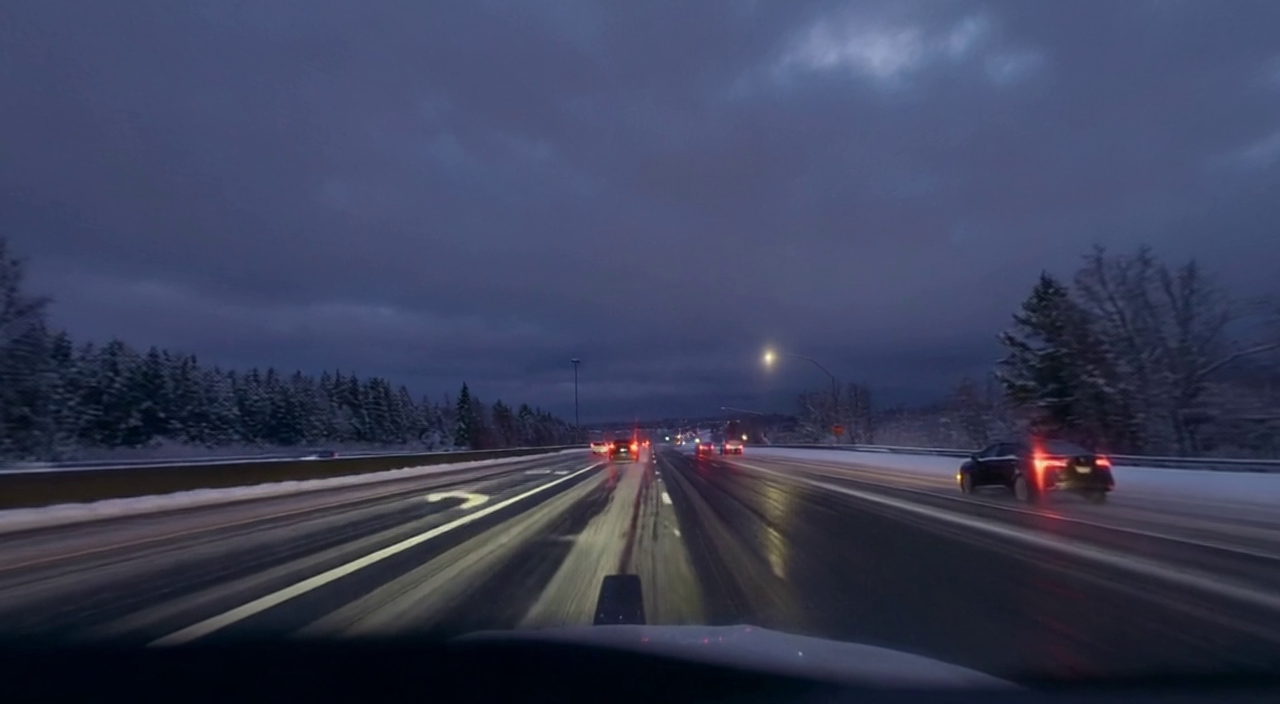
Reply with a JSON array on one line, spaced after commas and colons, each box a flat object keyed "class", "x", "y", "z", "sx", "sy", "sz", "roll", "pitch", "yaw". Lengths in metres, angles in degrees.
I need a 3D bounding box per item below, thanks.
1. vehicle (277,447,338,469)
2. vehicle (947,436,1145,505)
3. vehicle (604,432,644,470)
[{"class": "vehicle", "x": -24.749, "y": 7.868, "z": 47.138, "sx": 2.015, "sy": 1.562, "sz": 4.554, "roll": 0, "pitch": -8, "yaw": 1}, {"class": "vehicle", "x": 9.642, "y": 2.824, "z": 15.546, "sx": 1.900, "sy": 1.432, "sz": 4.519, "roll": 0, "pitch": -8, "yaw": 1}, {"class": "vehicle", "x": -0.787, "y": 5.241, "z": 33.545, "sx": 1.893, "sy": 1.827, "sz": 4.513, "roll": 0, "pitch": -8, "yaw": 1}]
